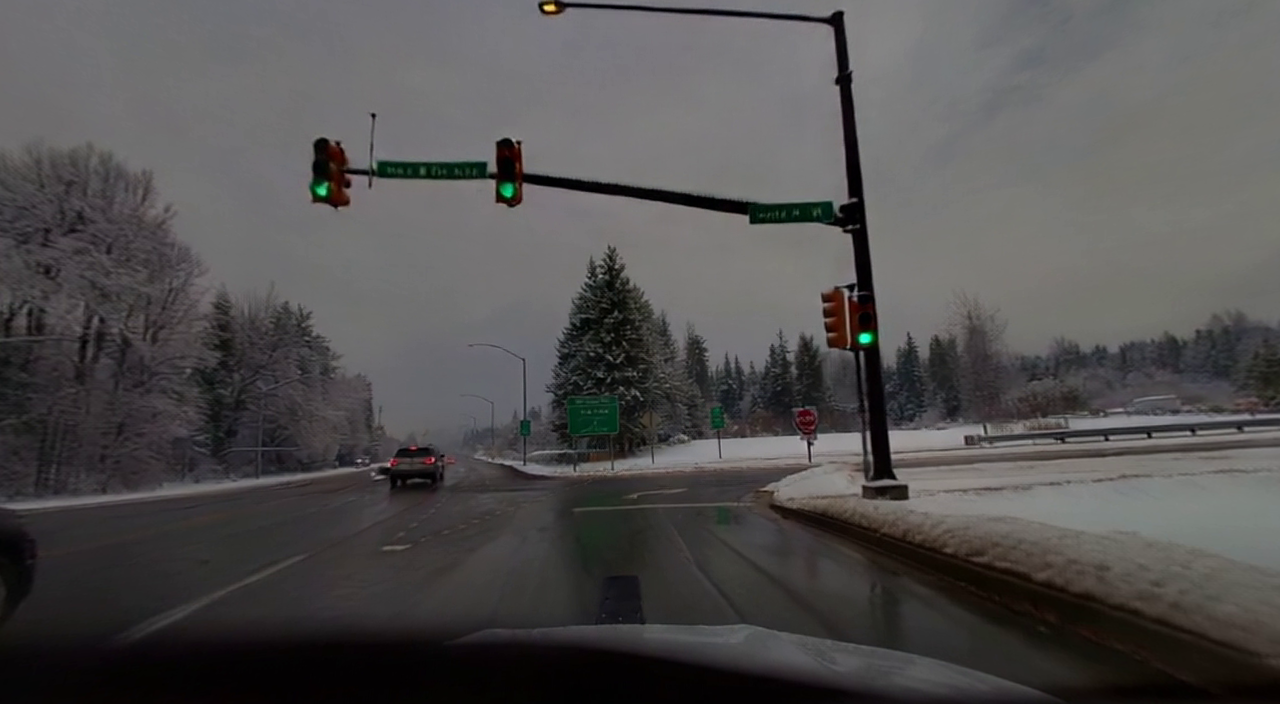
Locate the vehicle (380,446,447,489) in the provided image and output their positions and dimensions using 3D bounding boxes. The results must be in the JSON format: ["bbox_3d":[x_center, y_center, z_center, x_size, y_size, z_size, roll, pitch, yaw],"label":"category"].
[{"bbox_3d":[-9.866,5.006,27.873,2.134,1.707,4.471,2,-9,-12],"label":"vehicle"}]
